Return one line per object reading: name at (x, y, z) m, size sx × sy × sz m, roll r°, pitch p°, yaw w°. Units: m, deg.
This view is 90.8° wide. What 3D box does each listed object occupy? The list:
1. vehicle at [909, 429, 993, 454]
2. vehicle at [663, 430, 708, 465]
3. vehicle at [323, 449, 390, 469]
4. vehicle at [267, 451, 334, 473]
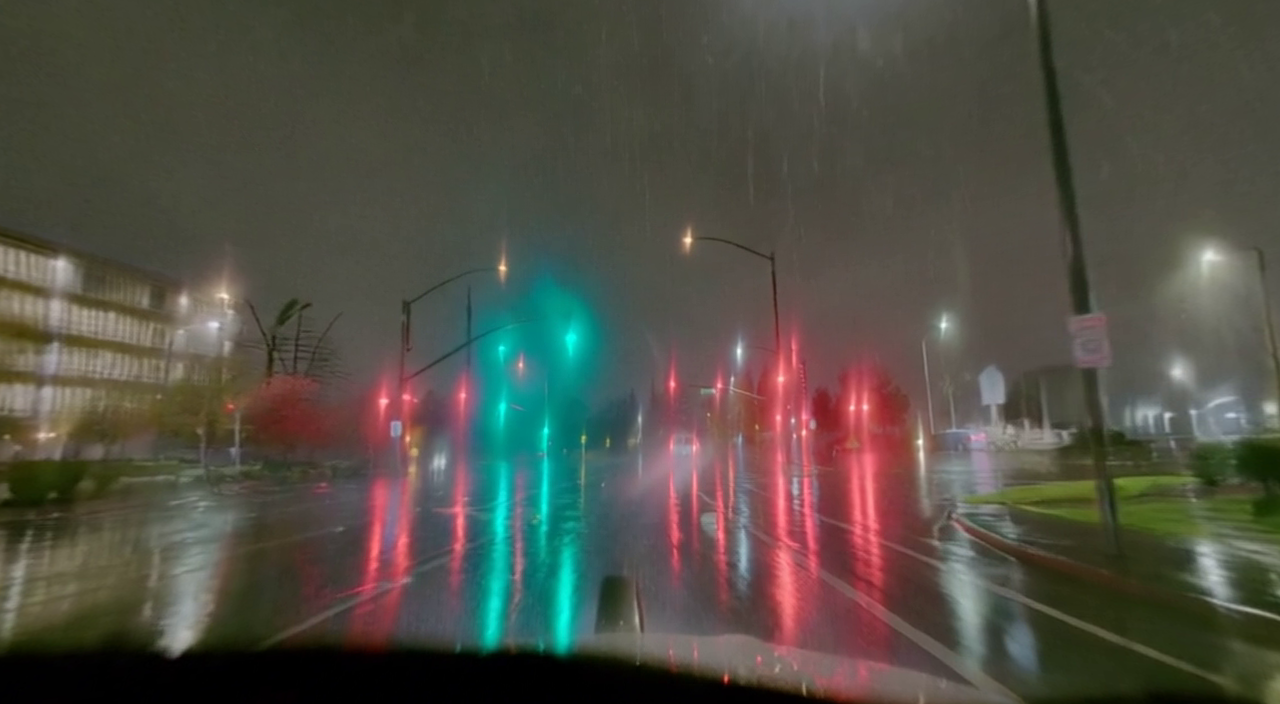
vehicle at (21.134, 6.128, 43.201) m, size 4.952 × 1.517 × 1.997 m, roll -5°, pitch -7°, yaw 23°
vehicle at (2.578, 5.285, 35.074) m, size 2.230 × 1.827 × 4.298 m, roll -1°, pitch -8°, yaw 7°
vehicle at (-21.847, 8.216, 48.676) m, size 4.601 × 1.521 × 1.941 m, roll -4°, pitch -9°, yaw 22°
vehicle at (-25.274, 8.159, 47.050) m, size 4.359 × 1.508 × 1.980 m, roll -4°, pitch -9°, yaw 22°
